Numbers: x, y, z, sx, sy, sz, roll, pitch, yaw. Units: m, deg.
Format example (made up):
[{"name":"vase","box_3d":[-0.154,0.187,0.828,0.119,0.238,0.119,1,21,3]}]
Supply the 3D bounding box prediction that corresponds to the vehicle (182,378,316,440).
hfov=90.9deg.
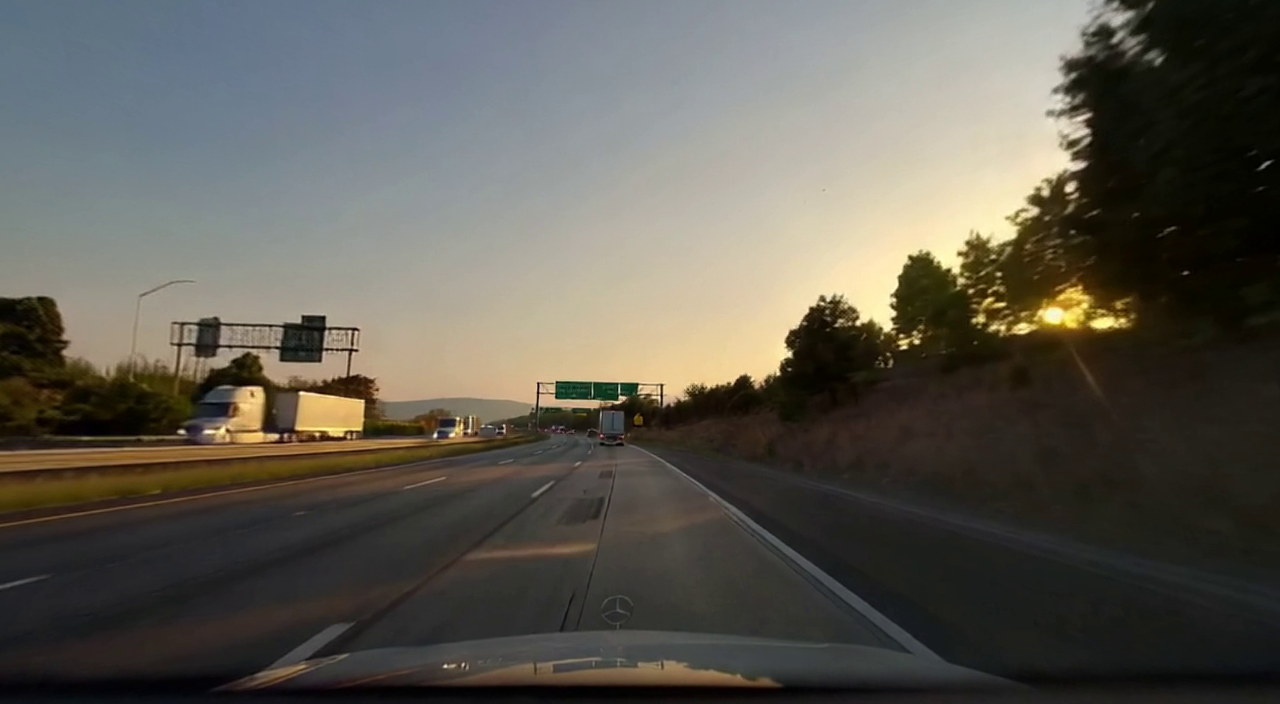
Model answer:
[{"name":"vehicle","box_3d":[-25.852,4.088,42.573,2.970,3.726,10.218,1,-8,-3]}]
